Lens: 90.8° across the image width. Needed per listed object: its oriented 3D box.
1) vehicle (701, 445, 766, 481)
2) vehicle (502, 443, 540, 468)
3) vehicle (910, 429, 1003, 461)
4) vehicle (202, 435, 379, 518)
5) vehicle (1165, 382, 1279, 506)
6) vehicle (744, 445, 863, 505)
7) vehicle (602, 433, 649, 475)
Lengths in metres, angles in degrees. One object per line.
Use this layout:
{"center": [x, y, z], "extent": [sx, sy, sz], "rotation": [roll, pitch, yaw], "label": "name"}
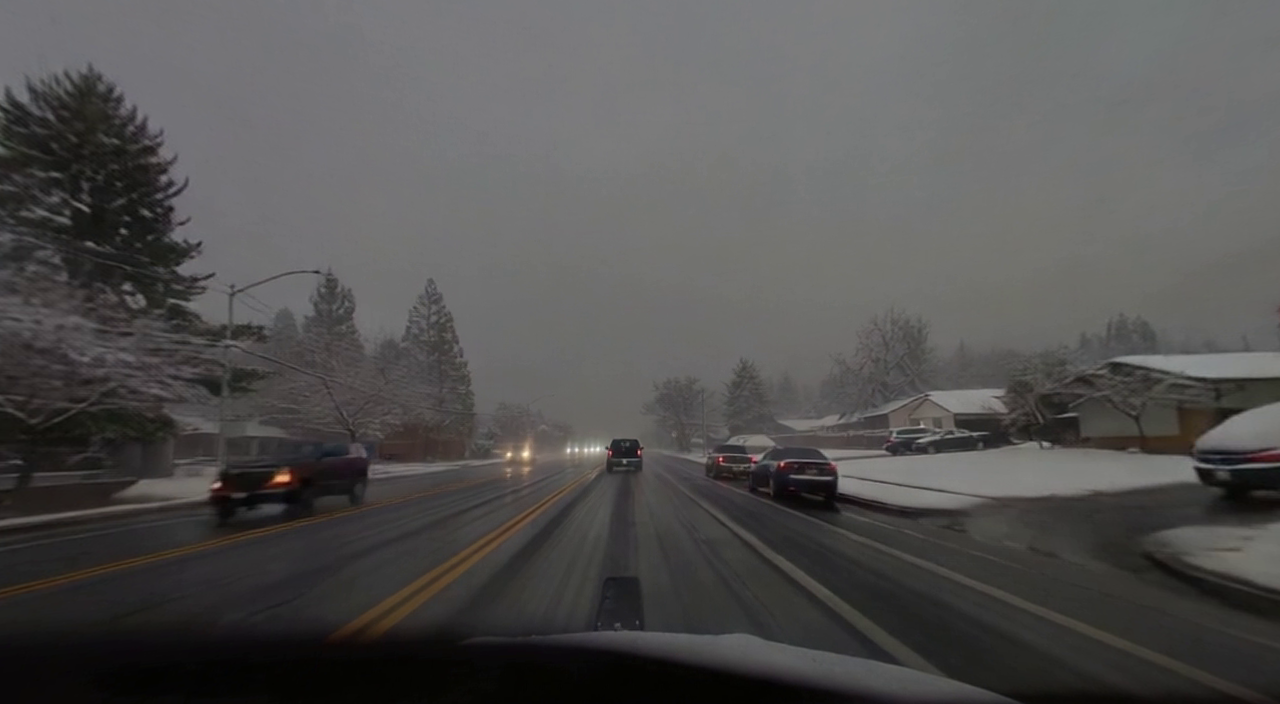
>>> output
{"center": [4.143, 5.004, 28.898], "extent": [2.001, 1.480, 5.022], "rotation": [0, -9, -2], "label": "vehicle"}
{"center": [-9.037, 7.849, 48.164], "extent": [1.999, 1.806, 4.479], "rotation": [0, -9, 0], "label": "vehicle"}
{"center": [17.955, 5.283, 35.955], "extent": [4.172, 1.705, 2.032], "rotation": [1, -9, -7], "label": "vehicle"}
{"center": [-8.216, 2.930, 15.433], "extent": [1.945, 1.712, 4.240], "rotation": [0, -9, -1], "label": "vehicle"}
{"center": [12.424, 1.580, 10.852], "extent": [4.870, 1.926, 2.094], "rotation": [0, -9, -1], "label": "vehicle"}
{"center": [4.435, 3.394, 18.008], "extent": [1.963, 1.469, 4.709], "rotation": [0, -9, -2], "label": "vehicle"}
{"center": [-0.704, 5.076, 31.642], "extent": [2.153, 1.942, 4.767], "rotation": [0, -9, -1], "label": "vehicle"}
